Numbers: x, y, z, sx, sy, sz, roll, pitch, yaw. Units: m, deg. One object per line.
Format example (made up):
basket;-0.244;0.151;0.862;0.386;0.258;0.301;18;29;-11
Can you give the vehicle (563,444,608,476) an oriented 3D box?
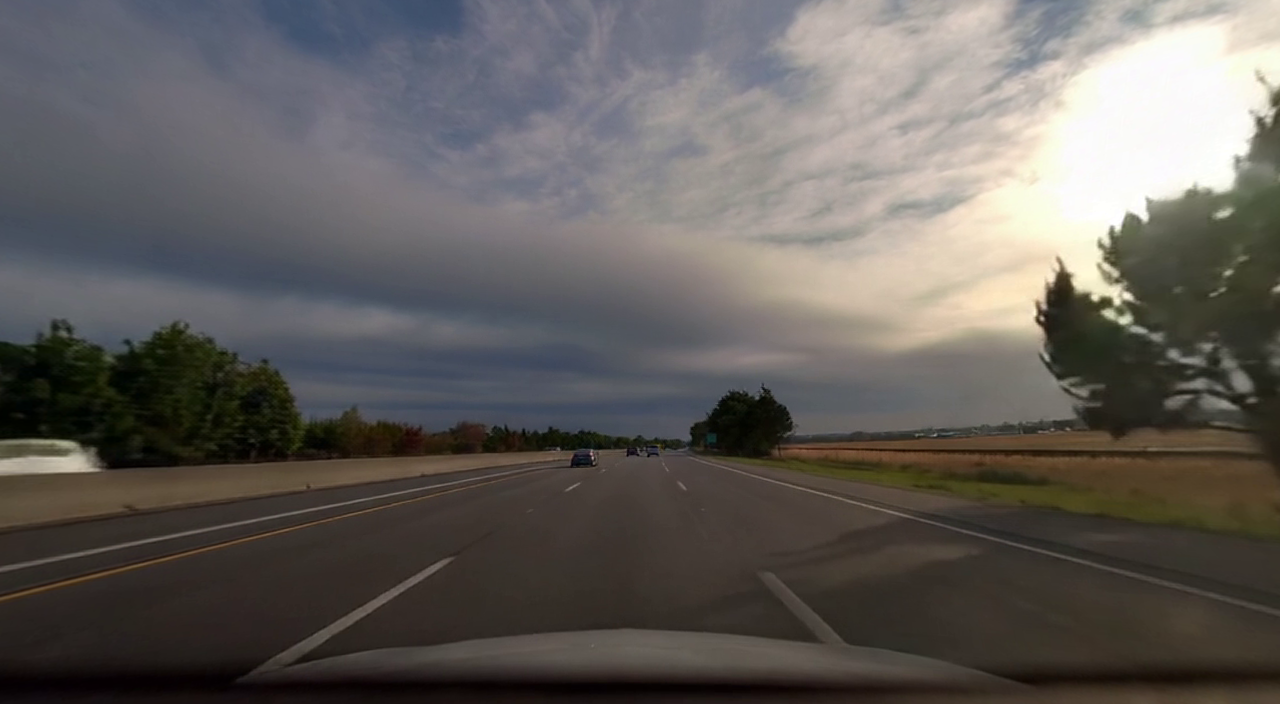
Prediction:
vehicle;-2.886;5.819;34.195;1.959;1.571;4.313;-1;-9;1
